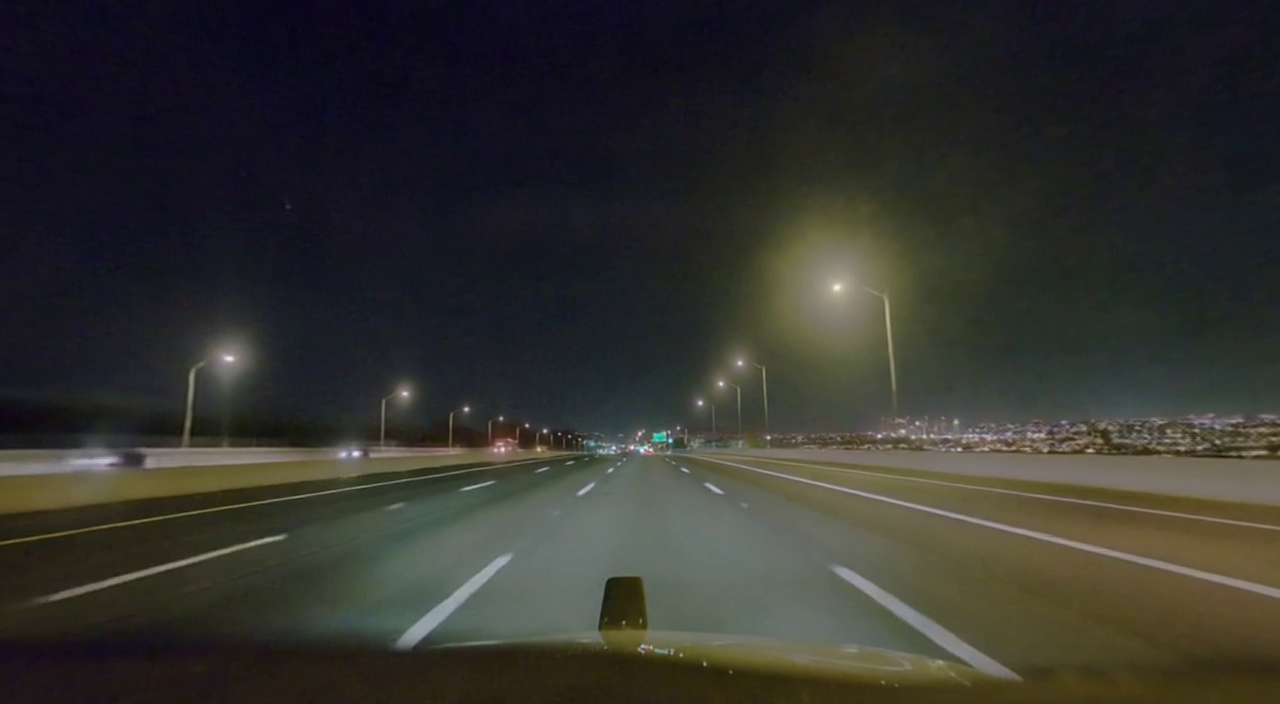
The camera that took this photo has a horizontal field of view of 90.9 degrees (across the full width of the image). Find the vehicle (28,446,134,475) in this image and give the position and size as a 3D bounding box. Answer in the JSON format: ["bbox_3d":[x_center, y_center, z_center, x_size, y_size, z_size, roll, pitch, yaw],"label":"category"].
[{"bbox_3d":[-31.601,6.109,35.873,1.810,1.505,4.512,0,-8,1],"label":"vehicle"}]
